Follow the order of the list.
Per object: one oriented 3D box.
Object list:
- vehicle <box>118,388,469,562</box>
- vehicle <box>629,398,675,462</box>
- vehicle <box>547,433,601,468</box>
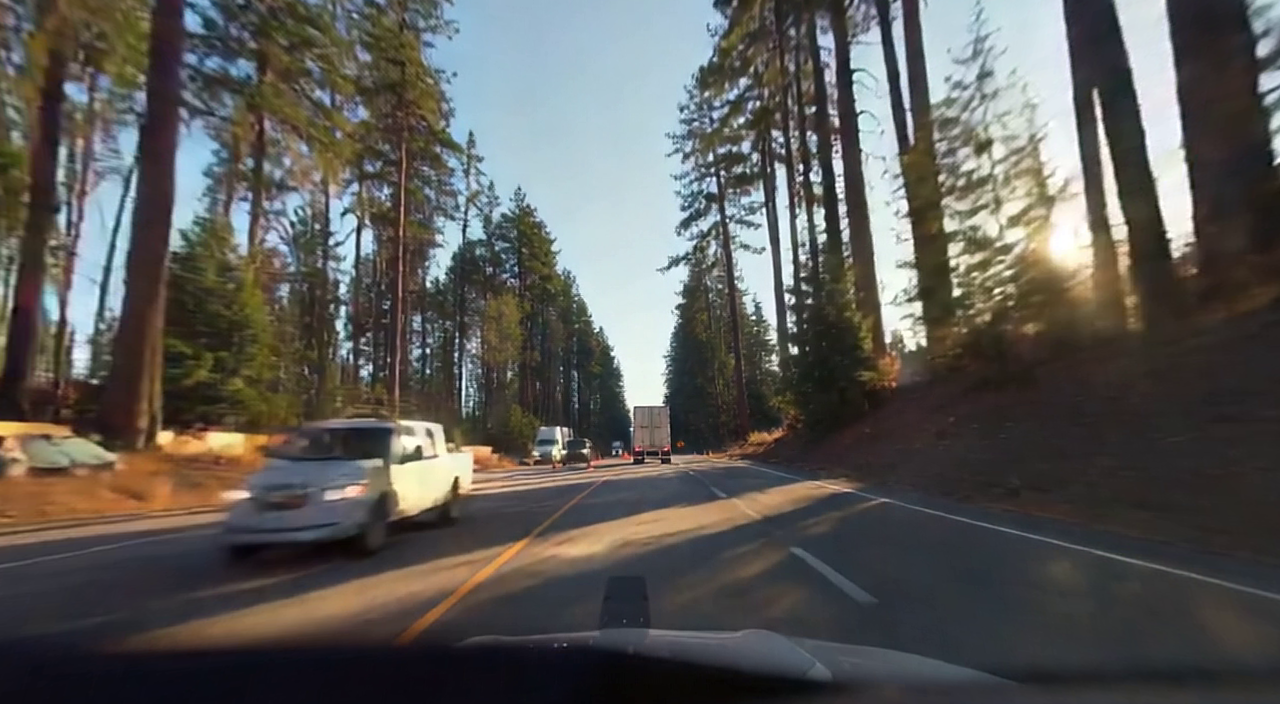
[{"bbox_3d":[-5.019,1.931,10.797,2.303,2.069,6.364,0,-8,1],"label":"vehicle"},{"bbox_3d":[0.692,5.796,45.761,2.935,4.068,11.036,0,-8,-1],"label":"vehicle"},{"bbox_3d":[-4.296,6.565,42.174,2.771,2.097,6.248,0,-8,1],"label":"vehicle"}]
